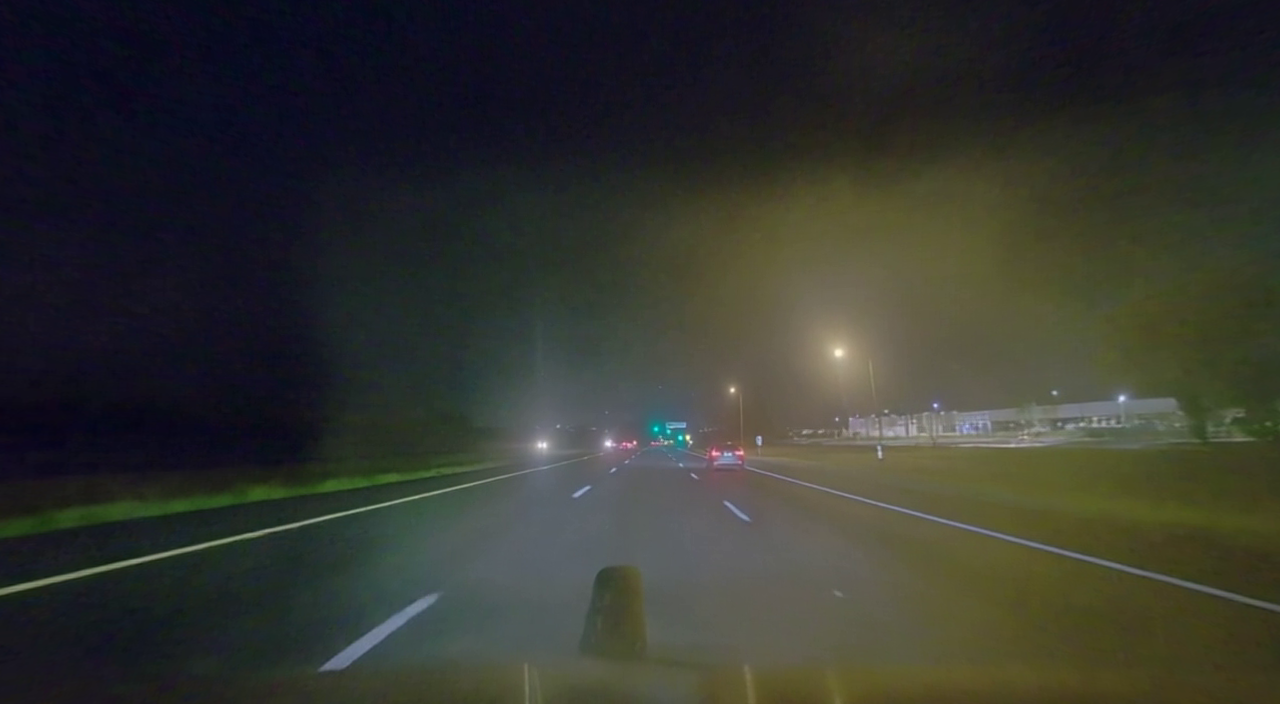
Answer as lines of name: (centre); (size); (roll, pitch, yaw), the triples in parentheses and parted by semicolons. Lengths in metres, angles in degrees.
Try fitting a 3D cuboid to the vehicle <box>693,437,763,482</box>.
vehicle: (3.359, 4.221, 25.082); (2.085, 1.594, 4.848); (0, -9, 0)
